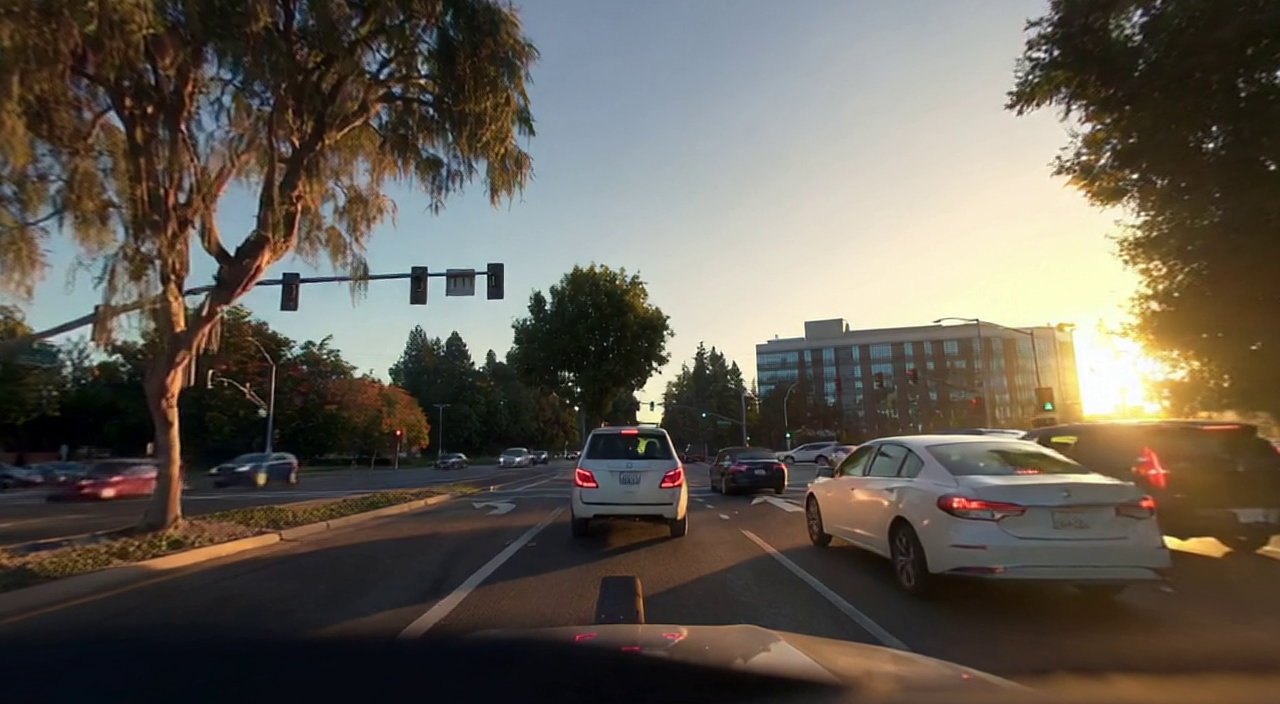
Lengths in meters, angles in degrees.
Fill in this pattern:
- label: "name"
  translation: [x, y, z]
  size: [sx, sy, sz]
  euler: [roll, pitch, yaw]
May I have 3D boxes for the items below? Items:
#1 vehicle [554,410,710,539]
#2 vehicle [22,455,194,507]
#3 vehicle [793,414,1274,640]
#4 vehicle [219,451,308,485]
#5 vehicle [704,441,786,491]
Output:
- label: "vehicle"
  translation: [-0.148, 2.088, 11.322]
  size: [2.236, 1.827, 4.316]
  euler: [0, -9, -1]
- label: "vehicle"
  translation: [-17.413, 4.217, 21.056]
  size: [1.836, 1.468, 4.449]
  euler: [0, -9, 0]
- label: "vehicle"
  translation: [3.348, 1.578, 6.866]
  size: [2.034, 1.558, 4.774]
  euler: [0, -9, -2]
- label: "vehicle"
  translation: [-20.916, 6.427, 35.359]
  size: [2.138, 1.708, 4.589]
  euler: [-1, -9, 1]
- label: "vehicle"
  translation: [3.496, 3.879, 21.820]
  size: [2.004, 1.523, 4.263]
  euler: [0, -9, -1]
